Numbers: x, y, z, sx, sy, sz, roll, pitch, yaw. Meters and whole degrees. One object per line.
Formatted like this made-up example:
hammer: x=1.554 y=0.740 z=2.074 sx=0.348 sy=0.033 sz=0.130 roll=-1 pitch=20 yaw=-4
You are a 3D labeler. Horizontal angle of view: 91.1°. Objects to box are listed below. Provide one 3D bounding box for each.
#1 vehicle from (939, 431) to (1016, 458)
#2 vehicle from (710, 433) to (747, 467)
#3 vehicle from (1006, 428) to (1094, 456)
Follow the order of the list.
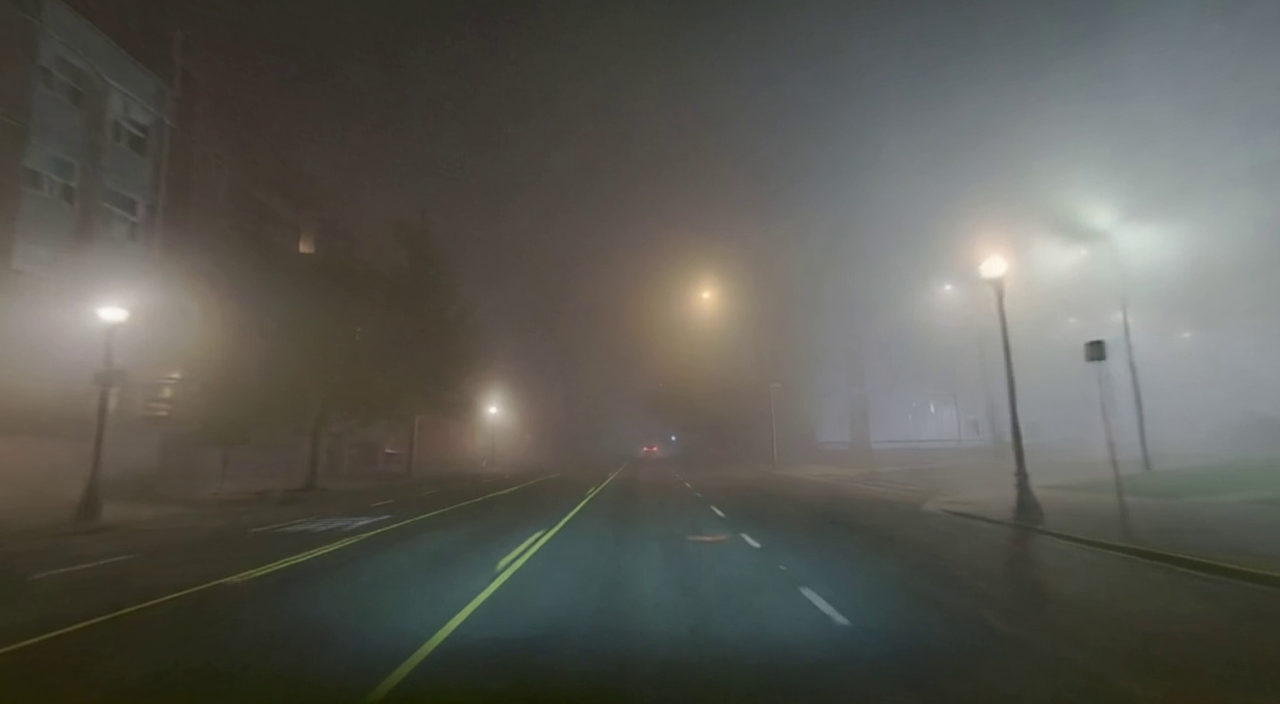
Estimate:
vehicle: x=24.709 y=6.807 z=46.119 sx=2.005 sy=1.861 sz=4.478 roll=4 pitch=-10 yaw=-27
vehicle: x=6.566 y=7.284 z=46.865 sx=2.021 sy=2.433 sz=3.088 roll=0 pitch=-8 yaw=-5
vehicle: x=32.380 y=7.209 z=49.779 sx=2.097 sy=1.894 sz=5.338 roll=1 pitch=-10 yaw=-26
